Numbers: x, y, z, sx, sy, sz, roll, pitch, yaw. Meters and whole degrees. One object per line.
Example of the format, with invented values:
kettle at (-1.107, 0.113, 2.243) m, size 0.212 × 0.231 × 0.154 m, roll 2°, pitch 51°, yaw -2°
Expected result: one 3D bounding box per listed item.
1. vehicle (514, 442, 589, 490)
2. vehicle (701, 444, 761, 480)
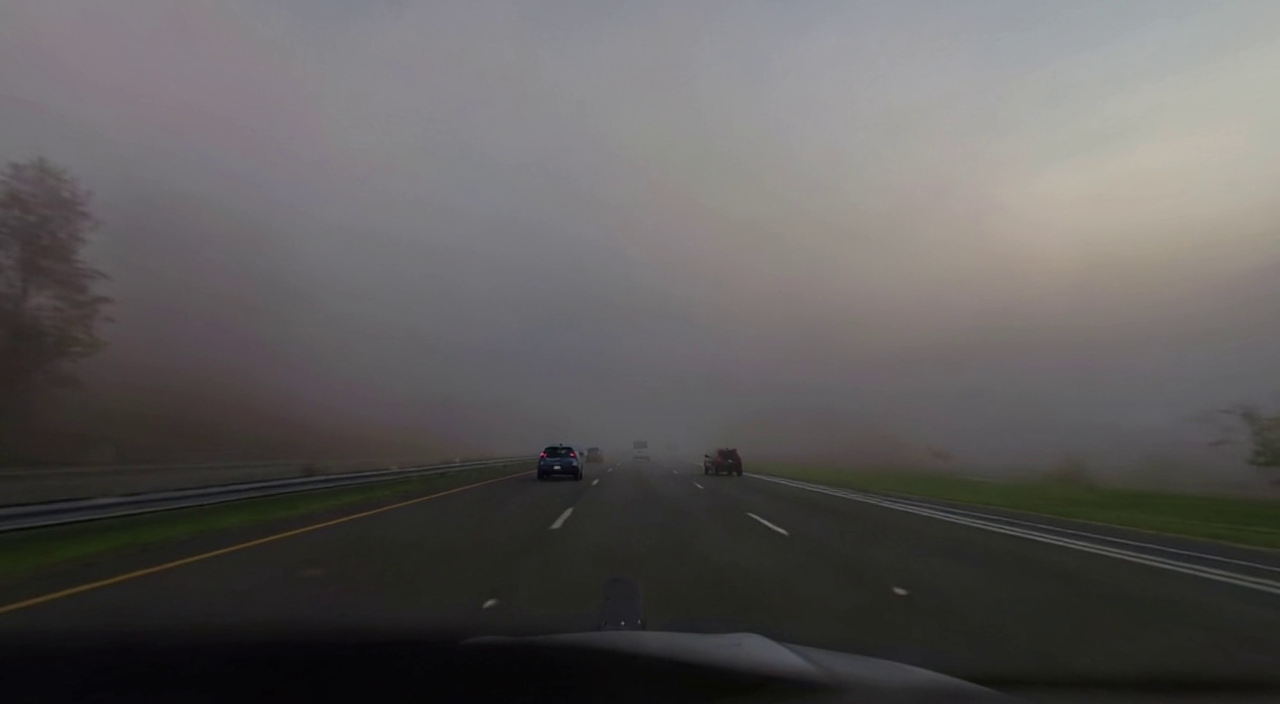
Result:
vehicle at (-2.939, 3.909, 21.907) m, size 2.053 × 1.483 × 4.185 m, roll 0°, pitch -9°, yaw -1°
vehicle at (3.932, 4.806, 27.790) m, size 1.926 × 1.483 × 3.528 m, roll 0°, pitch -9°, yaw -3°
